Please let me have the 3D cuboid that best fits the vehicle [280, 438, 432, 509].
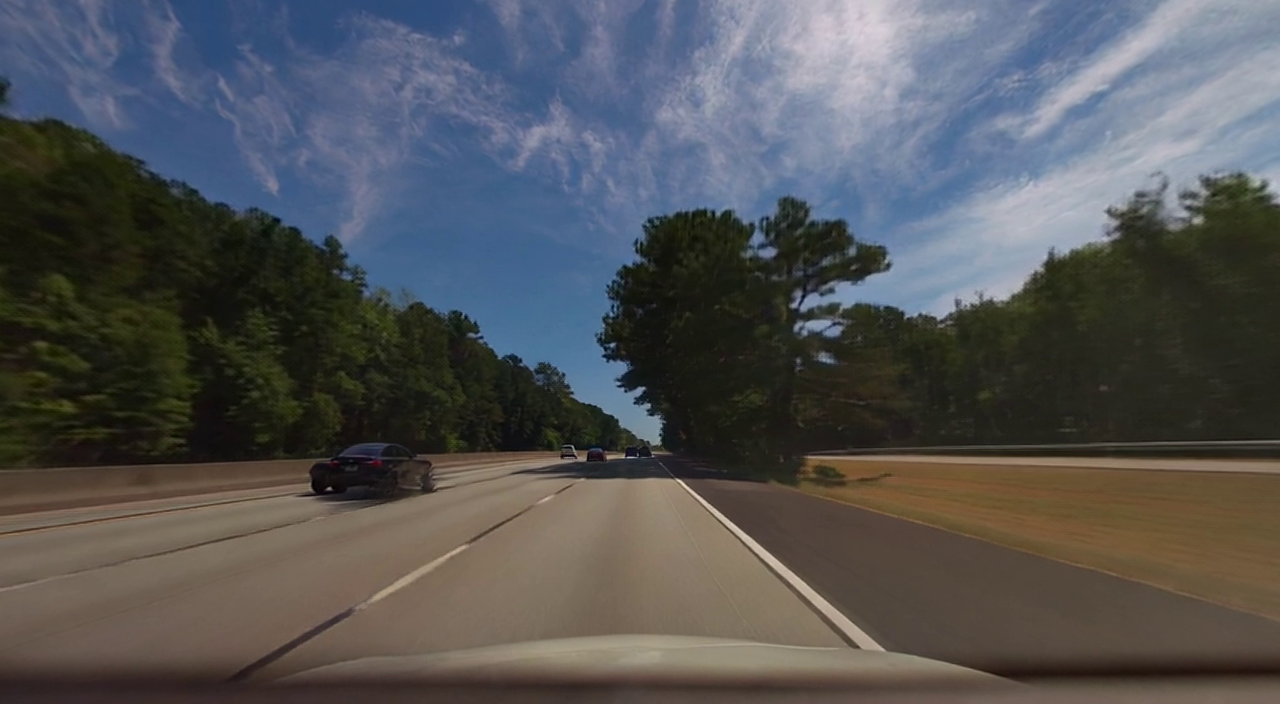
[{"bbox_3d":[-7.223,3.110,16.593,2.007,1.616,4.141,0,-9,1],"label":"vehicle"}]
